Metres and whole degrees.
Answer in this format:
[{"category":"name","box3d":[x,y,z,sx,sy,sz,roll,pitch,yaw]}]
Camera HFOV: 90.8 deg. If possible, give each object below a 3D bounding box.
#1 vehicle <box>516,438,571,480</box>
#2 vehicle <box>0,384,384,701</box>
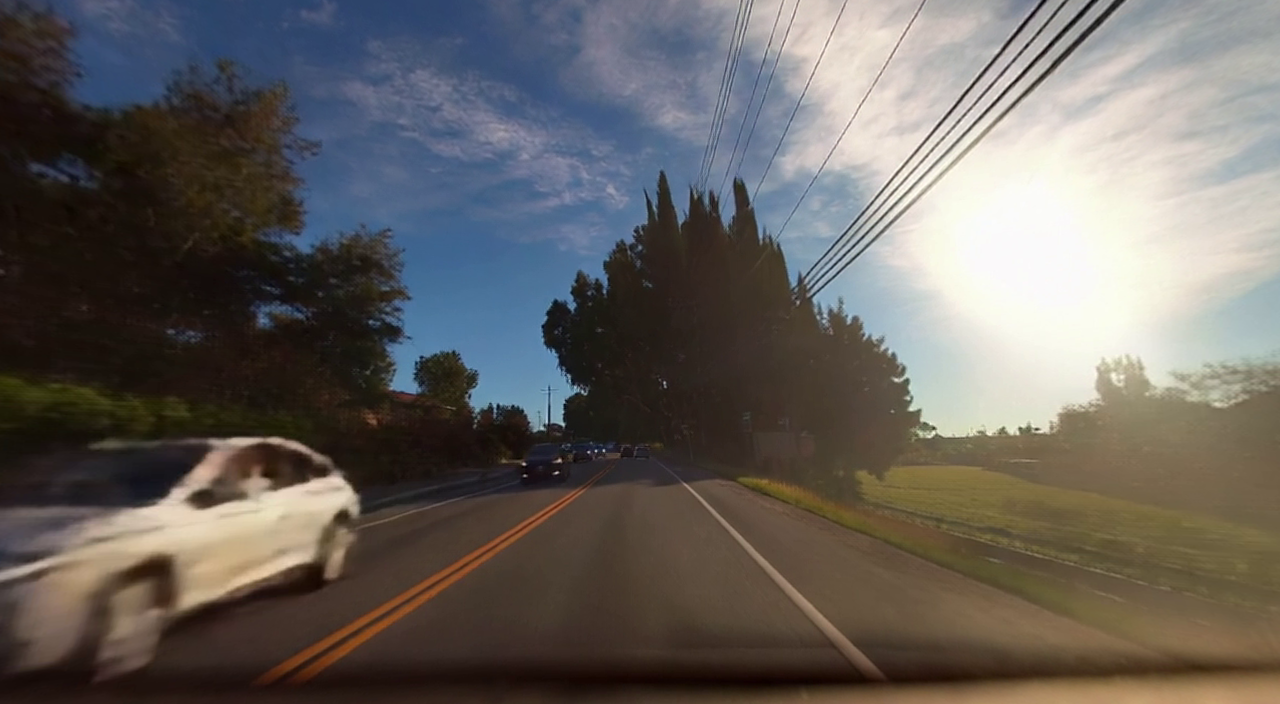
[{"category":"vehicle","box3d":[-4.456,5.016,29.851,1.968,1.813,4.409,0,-8,-1]},{"category":"vehicle","box3d":[-4.583,1.475,6.132,2.225,1.872,4.588,0,-8,0]}]
